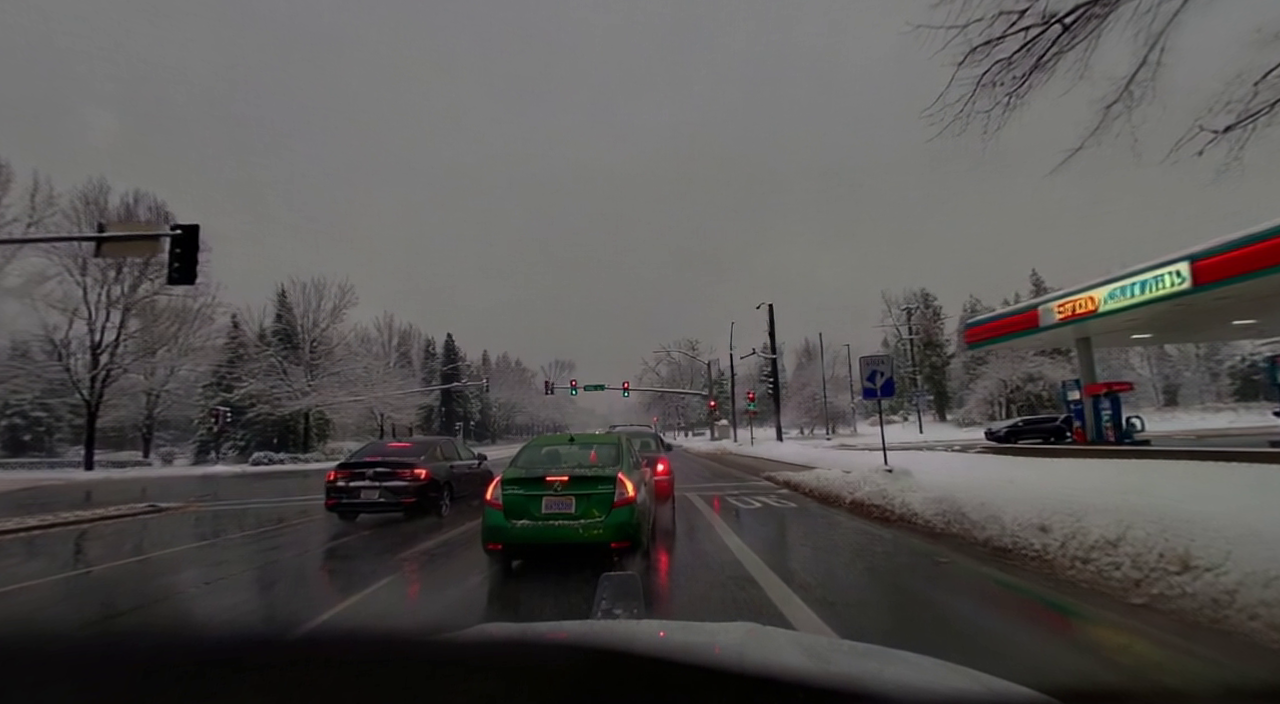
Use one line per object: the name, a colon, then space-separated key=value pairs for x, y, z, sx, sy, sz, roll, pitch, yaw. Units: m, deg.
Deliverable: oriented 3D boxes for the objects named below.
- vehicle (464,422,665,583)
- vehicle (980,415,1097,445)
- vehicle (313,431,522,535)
vehicle: x=-0.648 y=1.761 z=8.299 sx=1.916 sy=1.510 sz=4.447 roll=0 pitch=-8 yaw=2
vehicle: x=21.273 y=4.198 z=33.868 sx=4.874 sy=1.502 sz=2.048 roll=0 pitch=-9 yaw=-1
vehicle: x=-3.733 y=2.292 z=11.731 sx=1.995 sy=1.506 sz=4.773 roll=0 pitch=-8 yaw=2
